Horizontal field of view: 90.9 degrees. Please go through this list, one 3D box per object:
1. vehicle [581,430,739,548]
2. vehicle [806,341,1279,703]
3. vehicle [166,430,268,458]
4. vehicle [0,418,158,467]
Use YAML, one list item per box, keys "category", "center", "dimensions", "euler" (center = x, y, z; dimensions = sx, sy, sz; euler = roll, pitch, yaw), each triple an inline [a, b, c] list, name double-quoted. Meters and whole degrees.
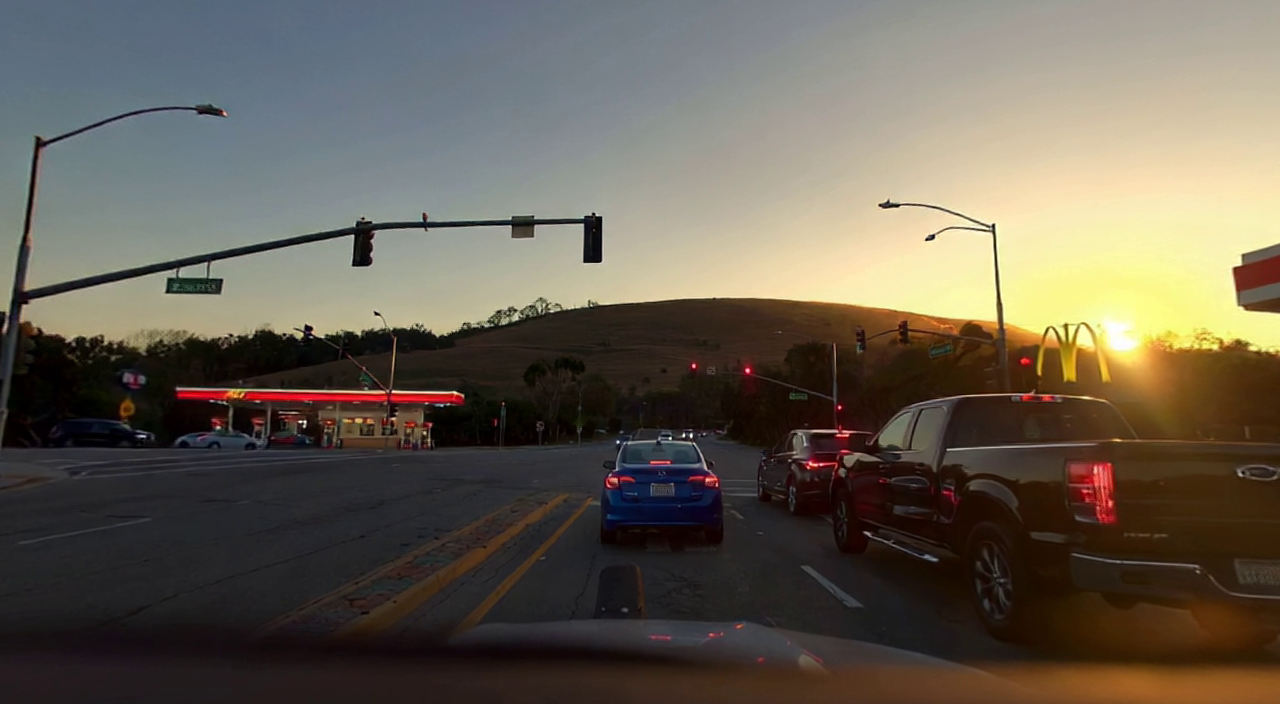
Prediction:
- category: "vehicle"
  center: [0.247, 2.044, 10.053]
  dimensions: [2.027, 1.494, 3.824]
  euler: [0, -8, 0]
- category: "vehicle"
  center: [3.571, 1.316, 6.114]
  dimensions: [2.277, 1.871, 6.143]
  euler: [0, -8, 0]
- category: "vehicle"
  center: [-23.092, 5.034, 34.488]
  dimensions: [4.326, 1.420, 1.798]
  euler: [-1, -8, 4]
- category: "vehicle"
  center: [-21.071, 3.365, 23.365]
  dimensions: [4.742, 1.720, 2.107]
  euler: [-1, -8, 4]
